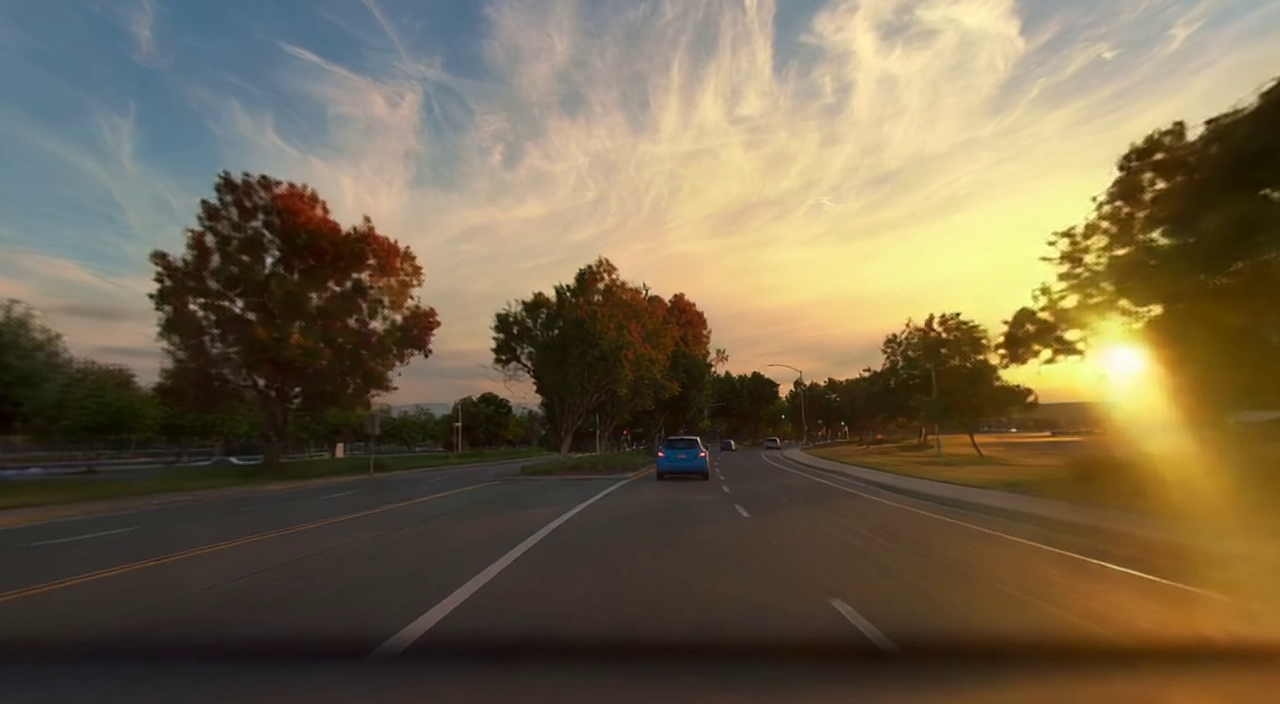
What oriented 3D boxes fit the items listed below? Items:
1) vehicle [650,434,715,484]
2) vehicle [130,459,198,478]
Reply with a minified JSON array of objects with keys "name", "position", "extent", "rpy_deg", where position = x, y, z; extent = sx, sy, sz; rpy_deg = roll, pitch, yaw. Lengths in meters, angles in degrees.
[{"name":"vehicle","position":[1.468,3.603,21.522],"extent":[2.010,1.535,3.735],"rpy_deg":[-1,-8,5]},{"name":"vehicle","position":[-37.460,9.143,49.658],"extent":[4.261,1.430,1.806],"rpy_deg":[-2,-9,11]}]
